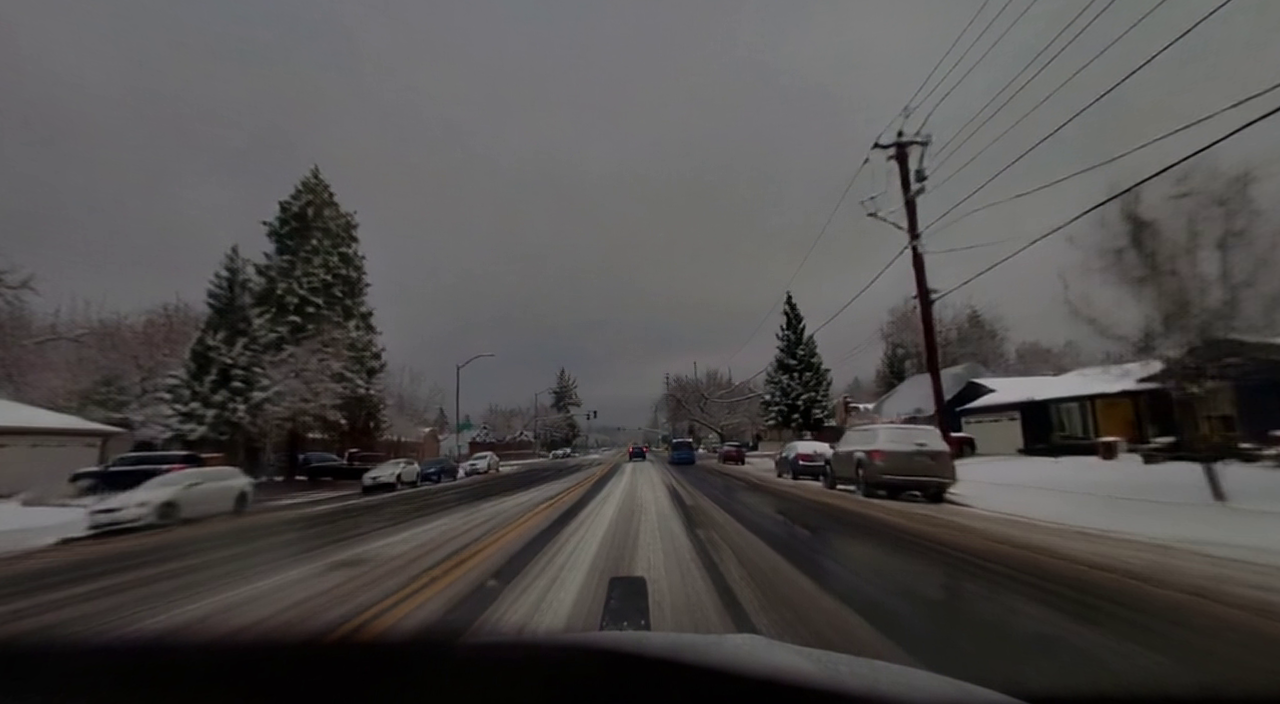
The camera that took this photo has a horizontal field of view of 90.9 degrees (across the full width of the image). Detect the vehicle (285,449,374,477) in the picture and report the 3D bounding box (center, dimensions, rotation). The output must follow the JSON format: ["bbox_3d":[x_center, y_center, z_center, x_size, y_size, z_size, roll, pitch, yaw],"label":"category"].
[{"bbox_3d":[-17.952,6.443,36.574,4.092,1.546,1.995,0,-8,1],"label":"vehicle"}]

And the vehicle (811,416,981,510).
[{"bbox_3d":[6.517,2.916,16.986,2.274,2.090,5.465,0,-8,0],"label":"vehicle"}]

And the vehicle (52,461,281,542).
[{"bbox_3d":[-10.772,3.389,14.889,1.896,1.495,4.425,0,-8,1],"label":"vehicle"}]

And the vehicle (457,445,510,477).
[{"bbox_3d":[-10.438,7.275,42.434,2.258,1.846,4.843,-4,-8,1],"label":"vehicle"}]

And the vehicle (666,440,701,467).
[{"bbox_3d":[2.974,7.115,44.268,2.070,1.765,4.731,0,-8,-1],"label":"vehicle"}]

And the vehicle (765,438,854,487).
[{"bbox_3d":[6.339,4.177,24.208,2.079,1.697,4.753,0,-8,0],"label":"vehicle"}]

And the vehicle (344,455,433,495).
[{"bbox_3d":[-10.605,5.191,26.938,2.098,1.503,4.113,0,-8,0],"label":"vehicle"}]
